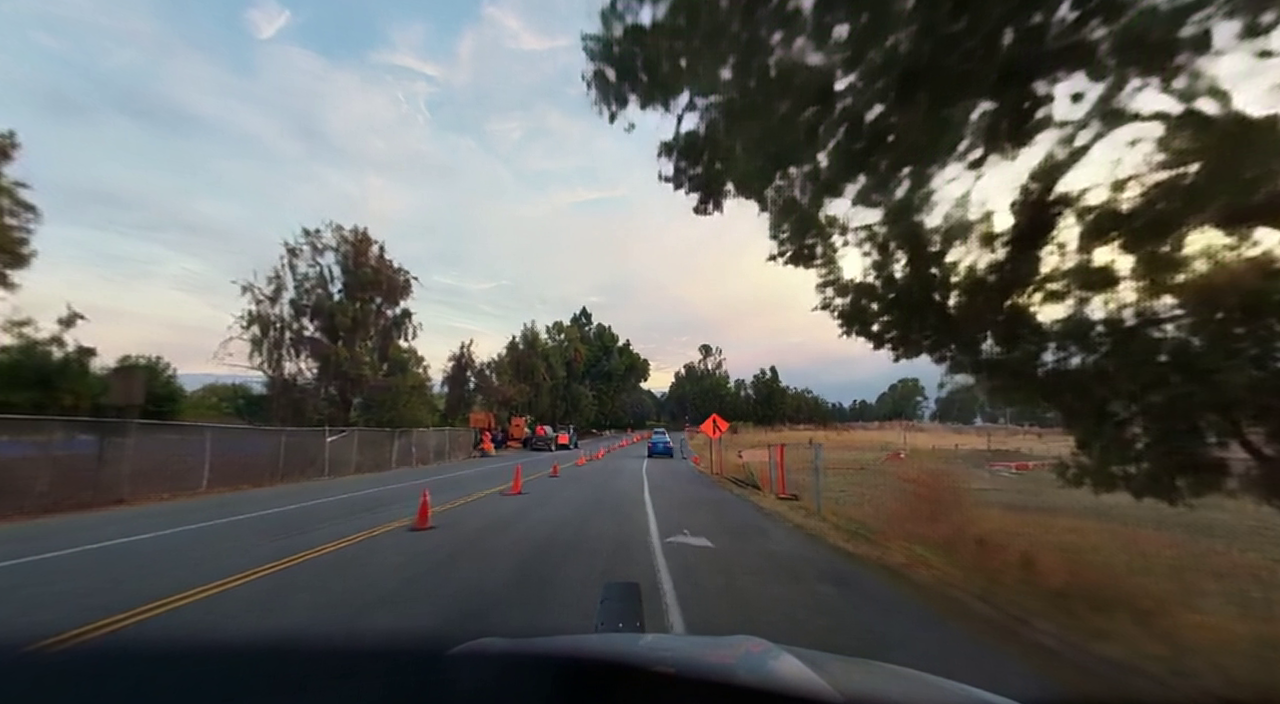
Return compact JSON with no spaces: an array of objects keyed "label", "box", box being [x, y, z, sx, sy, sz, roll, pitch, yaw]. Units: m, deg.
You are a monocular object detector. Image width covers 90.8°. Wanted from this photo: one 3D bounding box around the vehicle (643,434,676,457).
[{"label":"vehicle","box":[1.368,6.450,43.500,2.172,1.486,3.581,-1,-9,2]}]
